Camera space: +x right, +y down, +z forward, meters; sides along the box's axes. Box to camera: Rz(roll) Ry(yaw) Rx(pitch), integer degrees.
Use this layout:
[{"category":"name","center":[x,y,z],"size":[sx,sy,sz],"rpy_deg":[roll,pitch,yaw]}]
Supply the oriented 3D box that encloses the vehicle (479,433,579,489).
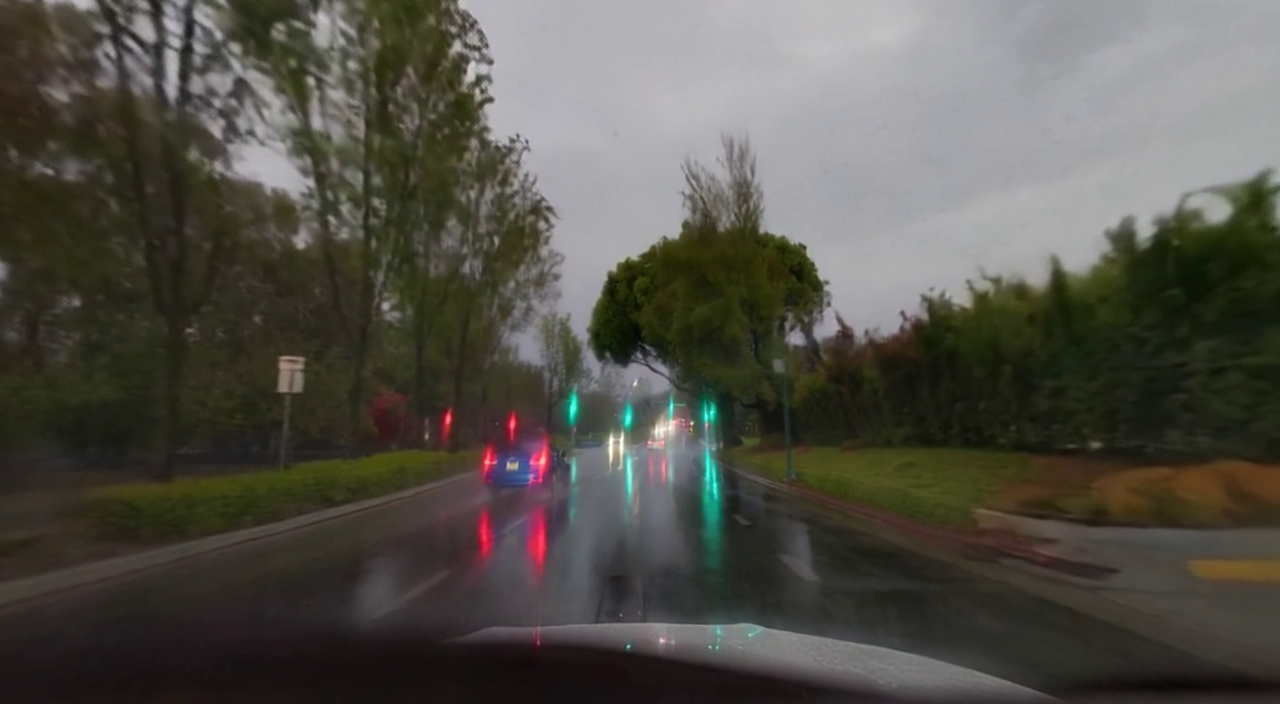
[{"category":"vehicle","center":[-3.238,3.294,19.490],"size":[2.038,1.486,4.678],"rpy_deg":[-1,-8,2]}]
